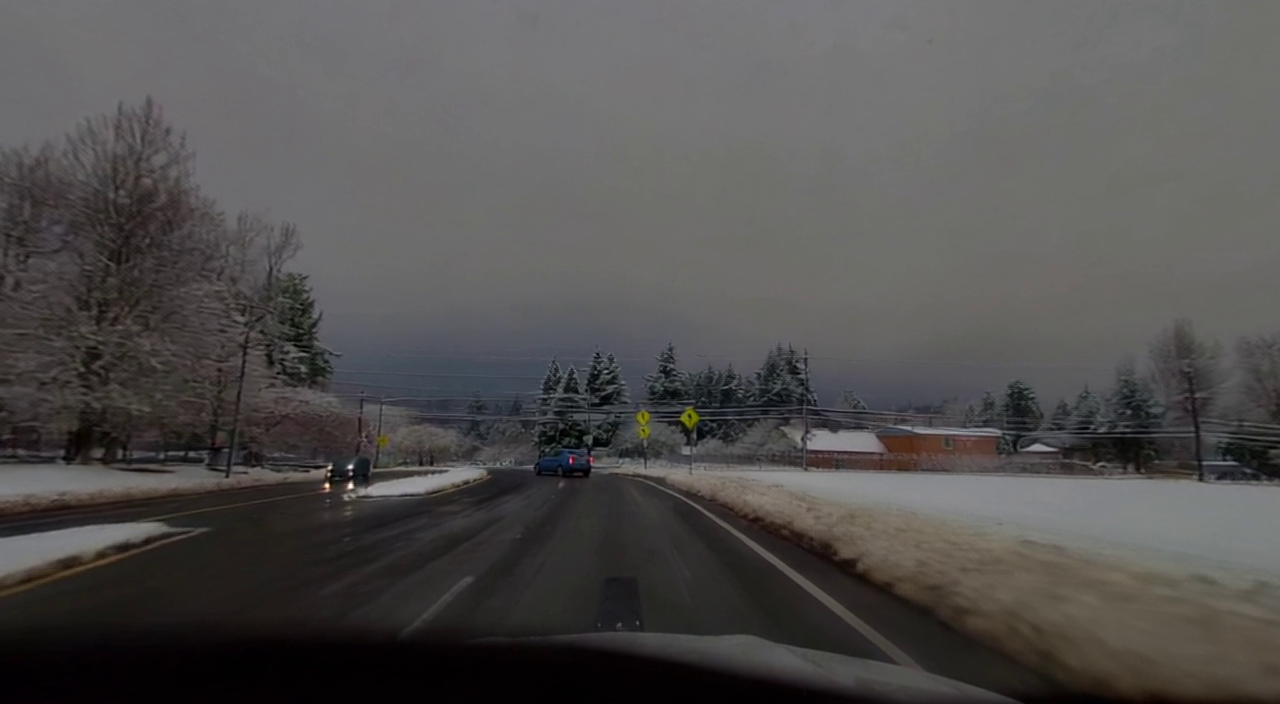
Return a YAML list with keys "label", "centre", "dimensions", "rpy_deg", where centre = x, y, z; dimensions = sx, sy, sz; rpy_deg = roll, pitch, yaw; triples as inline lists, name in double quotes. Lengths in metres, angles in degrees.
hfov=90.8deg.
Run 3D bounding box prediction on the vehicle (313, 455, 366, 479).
- label: "vehicle"
  centre: [-20.442, 7.831, 43.206]
  dimensions: [1.942, 1.470, 4.566]
  rpy_deg: [1, -9, -8]
